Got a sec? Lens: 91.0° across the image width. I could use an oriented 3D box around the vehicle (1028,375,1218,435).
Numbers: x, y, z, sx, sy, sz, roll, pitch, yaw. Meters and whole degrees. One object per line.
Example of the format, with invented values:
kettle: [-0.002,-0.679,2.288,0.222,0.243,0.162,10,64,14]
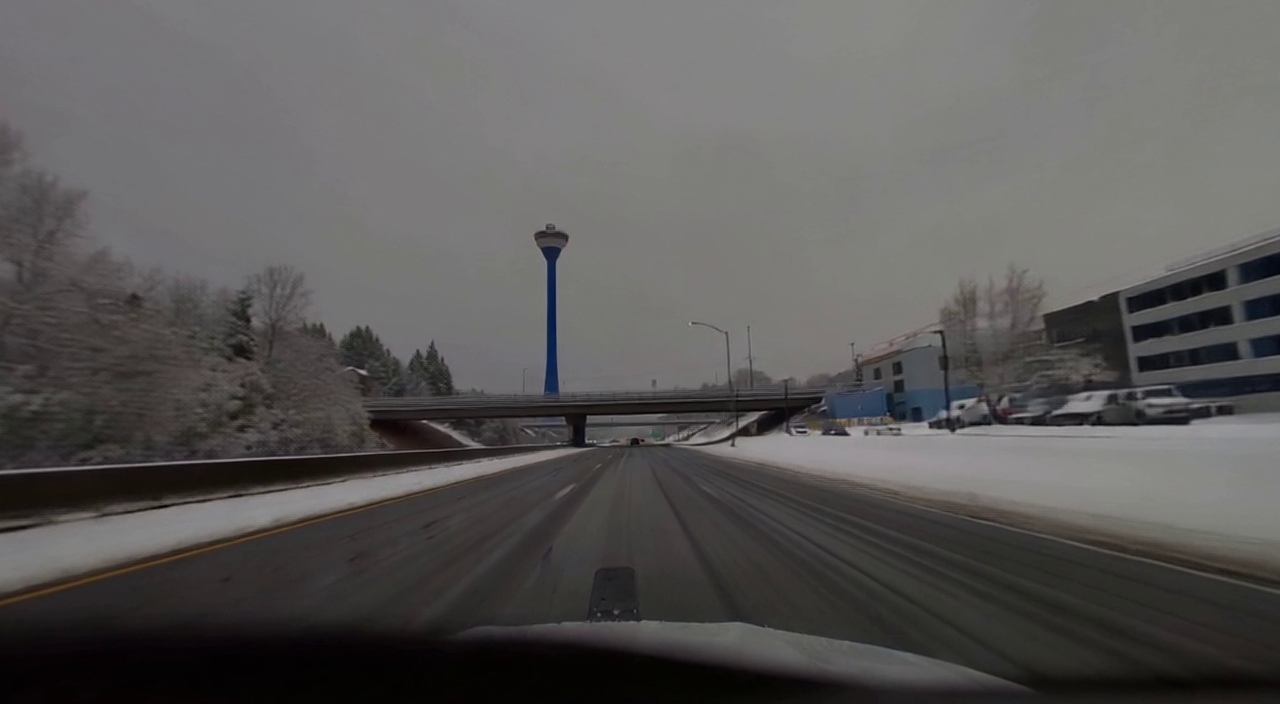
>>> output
vehicle: [33.087,3.999,44.341,2.930,3.454,12.572,-3,-8,-2]
